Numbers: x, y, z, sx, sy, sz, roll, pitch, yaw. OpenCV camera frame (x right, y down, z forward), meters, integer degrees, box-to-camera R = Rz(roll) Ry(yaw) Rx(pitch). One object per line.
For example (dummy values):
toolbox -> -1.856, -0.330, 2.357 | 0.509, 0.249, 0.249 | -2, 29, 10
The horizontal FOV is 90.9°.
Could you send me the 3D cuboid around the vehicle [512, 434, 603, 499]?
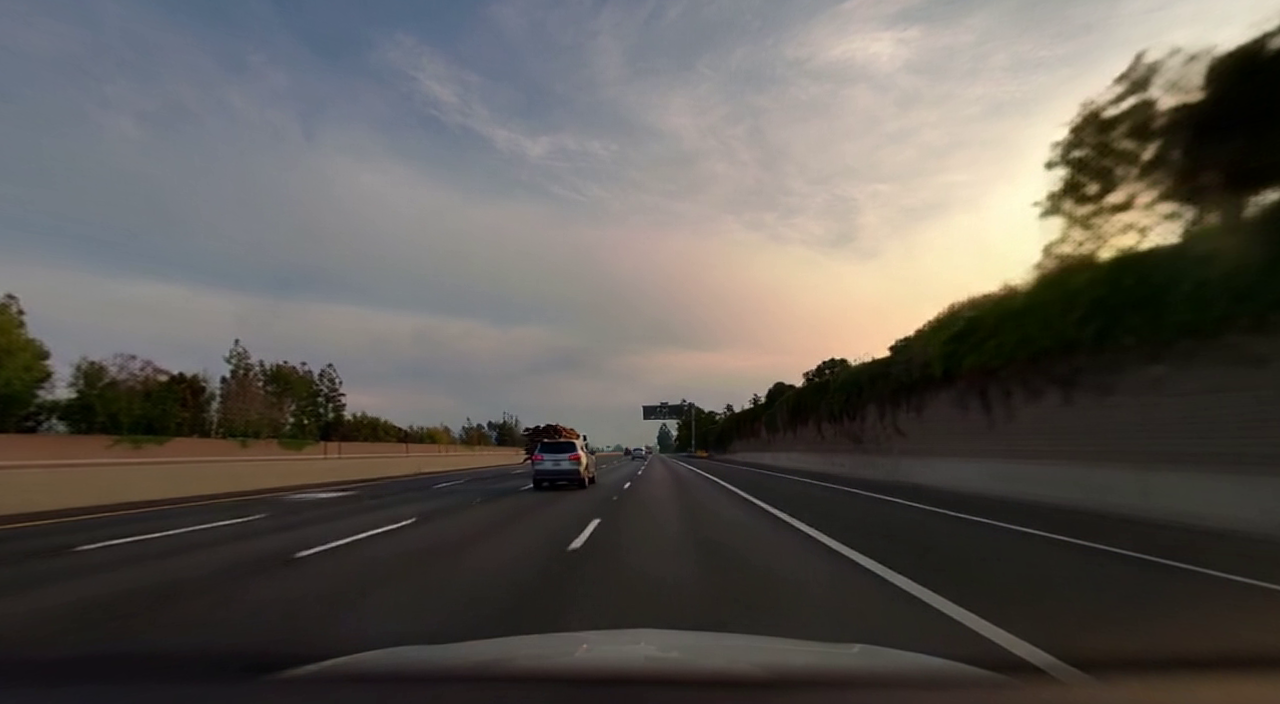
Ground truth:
vehicle -> -2.429, 3.496, 19.757 | 2.114, 1.787, 4.365 | 0, -8, 2
